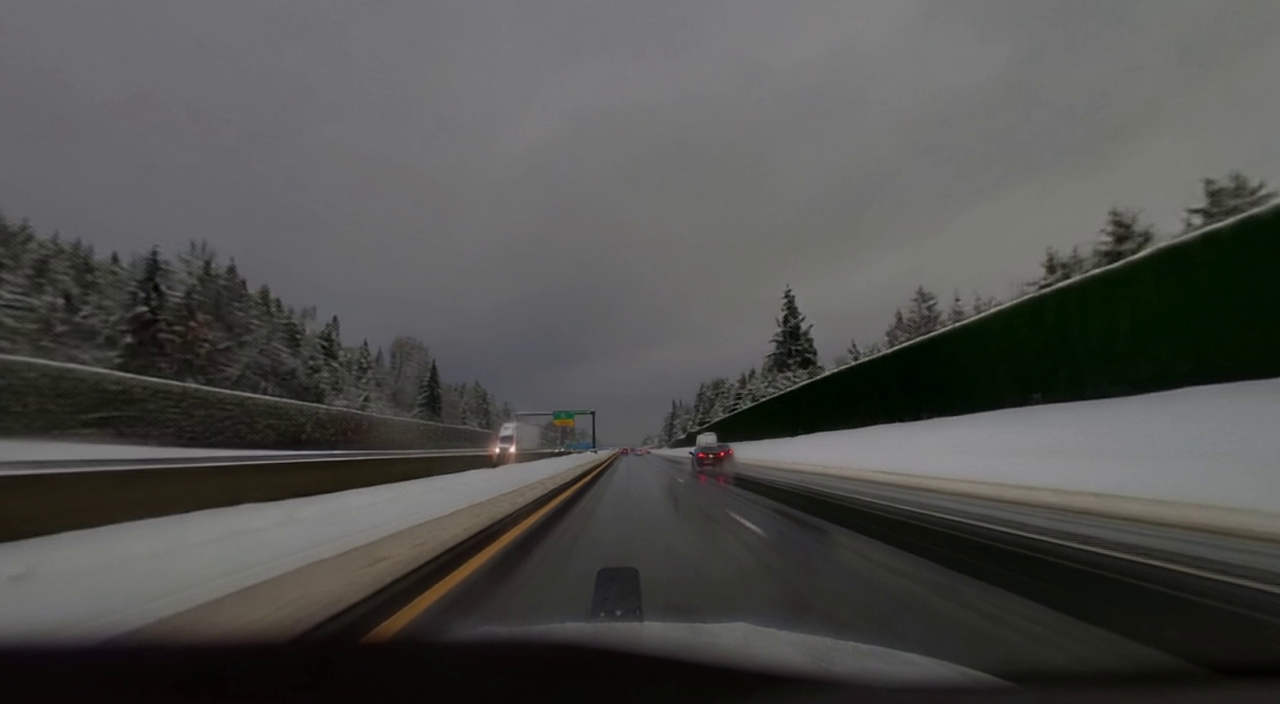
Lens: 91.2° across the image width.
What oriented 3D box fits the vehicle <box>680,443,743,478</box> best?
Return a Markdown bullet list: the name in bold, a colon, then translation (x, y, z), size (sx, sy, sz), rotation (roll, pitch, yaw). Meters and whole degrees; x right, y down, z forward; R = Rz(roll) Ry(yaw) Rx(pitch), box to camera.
- **vehicle**: translation (3.274, 5.080, 29.612), size (2.244, 1.498, 4.338), rotation (0, -9, -3)
